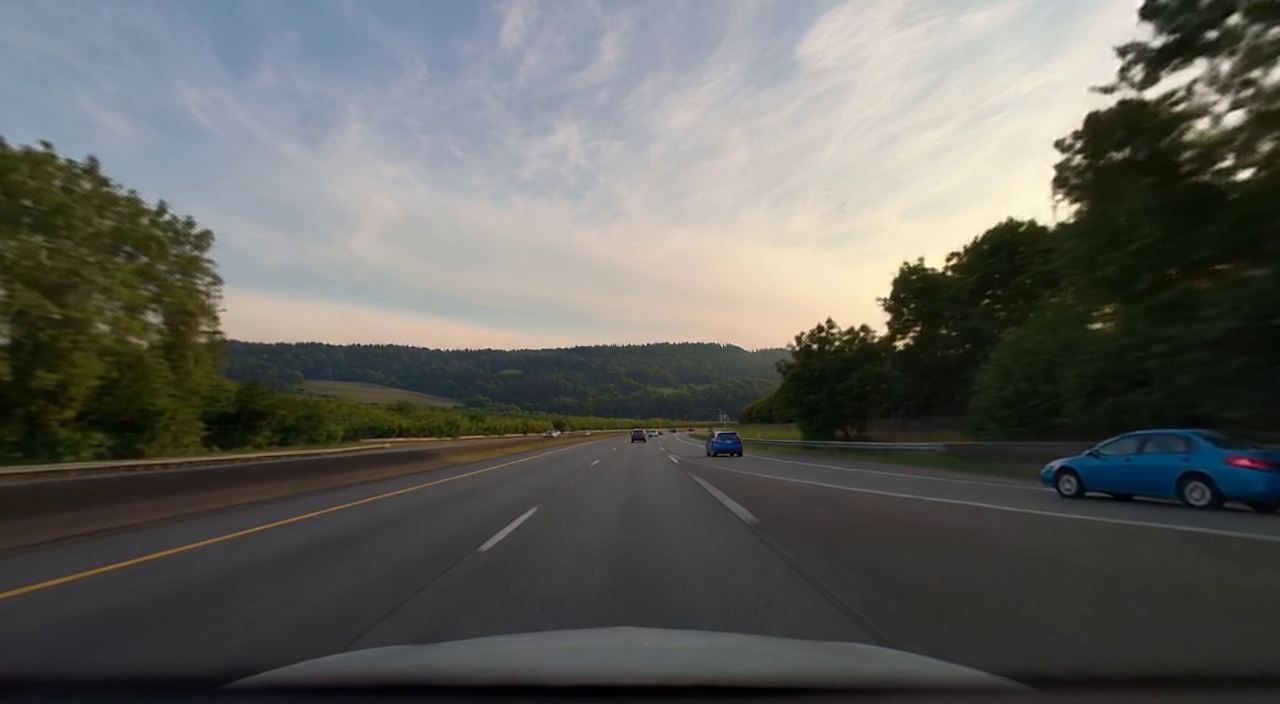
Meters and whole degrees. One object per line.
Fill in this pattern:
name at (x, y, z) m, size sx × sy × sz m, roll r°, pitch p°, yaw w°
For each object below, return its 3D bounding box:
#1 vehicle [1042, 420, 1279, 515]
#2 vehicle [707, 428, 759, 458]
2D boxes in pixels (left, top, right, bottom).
vehicle at (10.474, 2.101, 11.910) m, size 1.992 × 1.486 × 4.406 m, roll 3°, pitch -8°, yaw -20°
vehicle at (4.926, 4.881, 33.686) m, size 1.765 × 1.510 × 3.762 m, roll 1°, pitch -8°, yaw -8°
